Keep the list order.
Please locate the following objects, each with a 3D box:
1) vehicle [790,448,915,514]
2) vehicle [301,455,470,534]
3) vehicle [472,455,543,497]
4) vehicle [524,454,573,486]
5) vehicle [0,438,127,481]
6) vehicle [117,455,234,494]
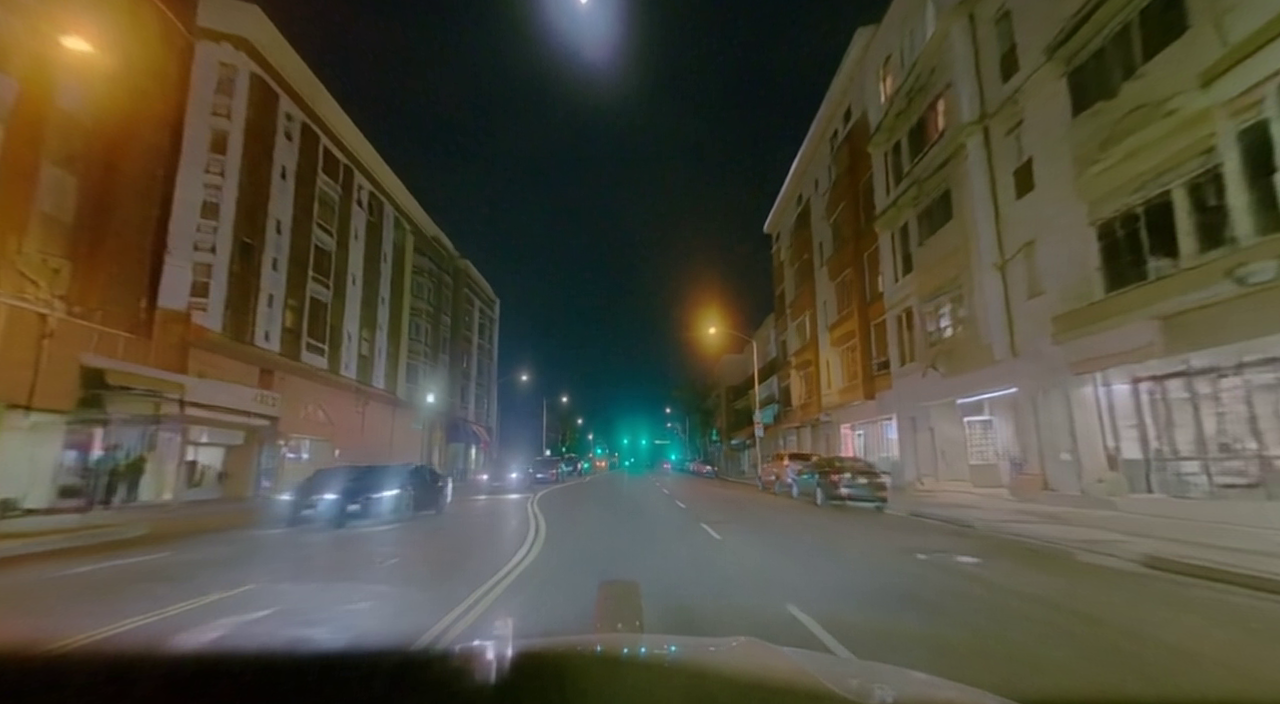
[{"bbox_3d":[5.774,3.529,17.835,1.957,1.572,4.418,0,-9,0],"label":"vehicle"},{"bbox_3d":[-5.617,3.178,14.667,2.052,1.481,4.248,-1,-8,2],"label":"vehicle"},{"bbox_3d":[-5.336,5.028,25.952,1.949,1.533,3.864,-1,-9,2],"label":"vehicle"},{"bbox_3d":[-5.104,6.646,35.919,1.950,1.636,4.253,-1,-9,3],"label":"vehicle"},{"bbox_3d":[-33.809,6.114,36.536,2.014,2.203,6.002,-3,-8,22],"label":"vehicle"},{"bbox_3d":[-23.145,6.058,31.687,1.771,1.718,4.249,-5,-9,27],"label":"vehicle"}]
